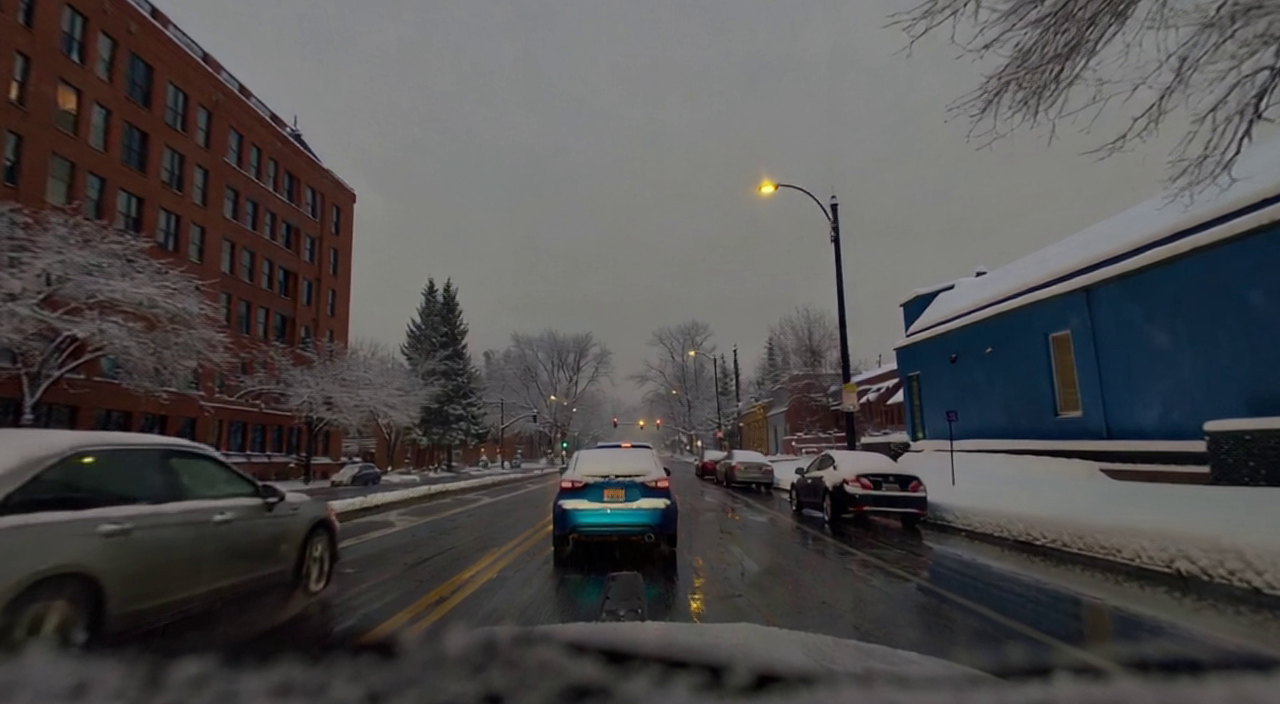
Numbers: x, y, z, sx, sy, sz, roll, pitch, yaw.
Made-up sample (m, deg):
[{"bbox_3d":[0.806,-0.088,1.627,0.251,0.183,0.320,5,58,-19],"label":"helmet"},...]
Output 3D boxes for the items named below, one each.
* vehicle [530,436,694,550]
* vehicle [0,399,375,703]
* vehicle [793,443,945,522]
[{"bbox_3d":[-0.384,2.237,10.670,2.230,1.518,4.113,0,-9,0],"label":"vehicle"},{"bbox_3d":[-3.511,1.126,3.576,1.934,1.548,4.635,0,-9,1],"label":"vehicle"},{"bbox_3d":[4.915,2.832,14.202,1.832,1.491,4.054,1,-9,-1],"label":"vehicle"}]
